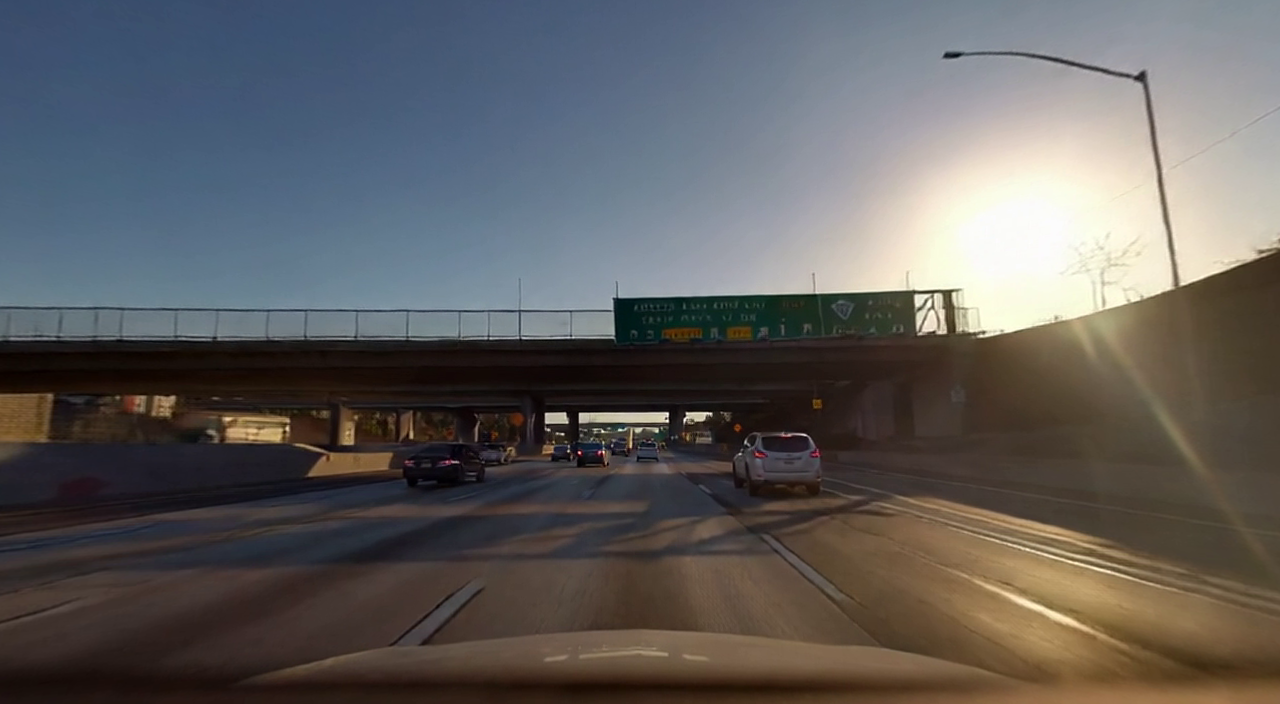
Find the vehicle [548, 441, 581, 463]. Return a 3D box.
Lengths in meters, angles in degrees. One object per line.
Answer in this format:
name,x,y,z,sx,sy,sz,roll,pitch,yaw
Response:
vehicle,-5.901,7.853,49.696,1.992,1.604,3.966,0,-8,1

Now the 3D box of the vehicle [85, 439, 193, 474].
vehicle,-22.986,4.795,29.127,1.845,1.481,3.724,0,-8,2

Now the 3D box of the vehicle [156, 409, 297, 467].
vehicle,-29.462,6.285,45.798,2.954,3.722,10.346,0,-8,1

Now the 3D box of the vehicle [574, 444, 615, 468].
vehicle,-2.826,6.569,40.088,2.205,1.406,4.286,0,-8,2

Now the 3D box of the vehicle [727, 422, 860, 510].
vehicle,3.559,2.736,15.656,2.083,1.823,4.627,0,-8,-1

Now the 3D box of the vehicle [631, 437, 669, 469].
vehicle,0.592,5.973,37.459,2.133,1.739,3.925,0,-8,2

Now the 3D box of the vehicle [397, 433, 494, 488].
vehicle,-6.468,3.633,21.513,1.946,1.688,4.019,0,-8,1

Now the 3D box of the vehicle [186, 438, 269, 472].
vehicle,-19.129,4.785,29.431,1.536,1.439,3.473,-1,-9,0
